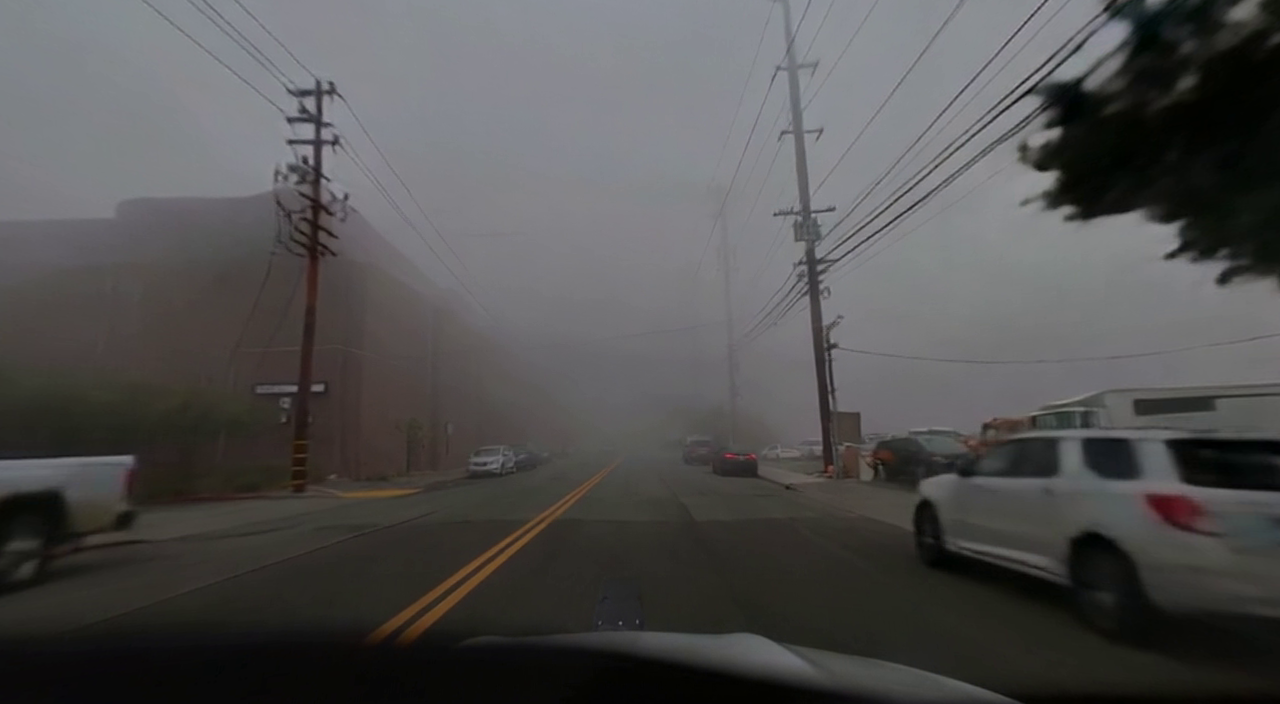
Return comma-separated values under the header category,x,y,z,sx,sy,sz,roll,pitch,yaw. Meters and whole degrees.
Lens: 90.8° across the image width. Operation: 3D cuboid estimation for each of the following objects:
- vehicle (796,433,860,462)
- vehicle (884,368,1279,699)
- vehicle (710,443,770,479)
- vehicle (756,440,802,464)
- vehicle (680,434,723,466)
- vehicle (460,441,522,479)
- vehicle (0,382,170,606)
category,x,y,z,sx,sy,sz,roll,pitch,yaw
vehicle,12.128,6.213,41.121,1.965,1.705,4.677,0,-8,-10
vehicle,4.277,1.352,5.988,2.087,1.892,4.579,0,-8,0
vehicle,4.393,4.839,28.419,1.919,1.453,4.425,0,-8,-1
vehicle,8.923,6.483,40.947,1.798,1.370,4.191,-3,-9,-3
vehicle,4.021,6.557,42.491,2.218,1.956,5.916,0,-8,-1
vehicle,-7.648,5.560,32.866,2.194,1.775,4.482,0,-8,-1
vehicle,-7.547,1.275,4.969,2.692,2.152,6.686,-2,-8,-1
